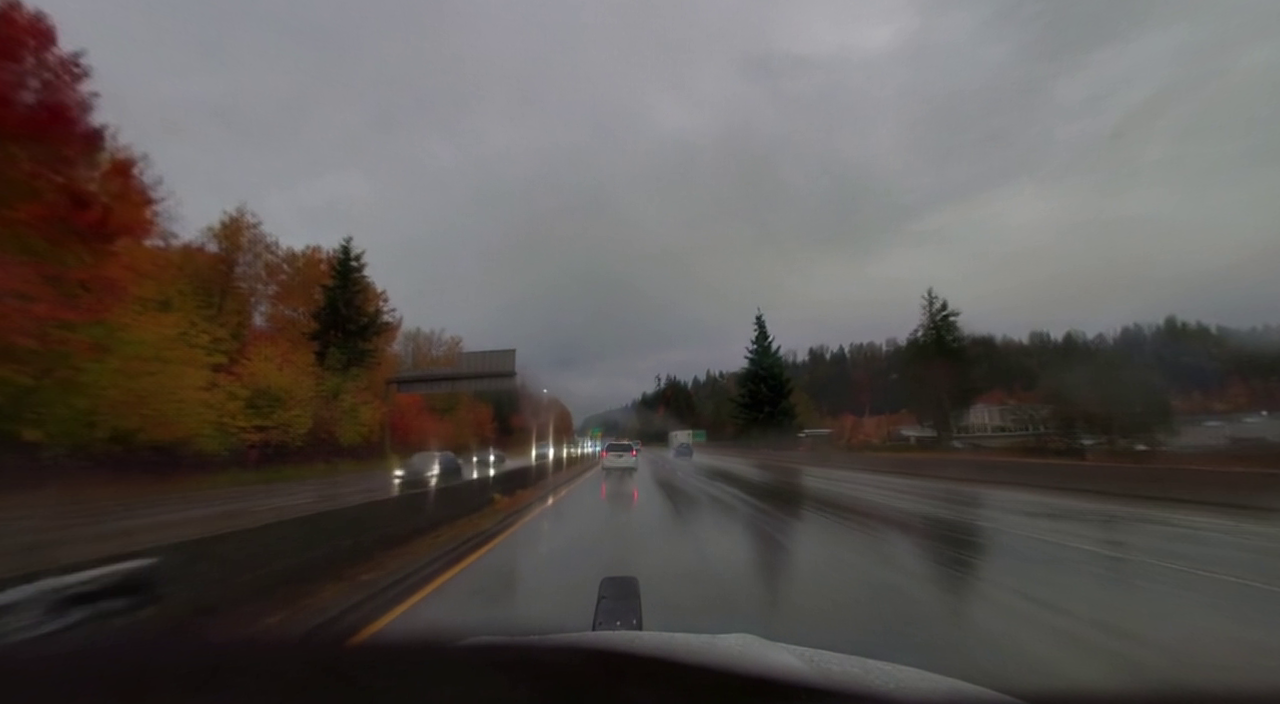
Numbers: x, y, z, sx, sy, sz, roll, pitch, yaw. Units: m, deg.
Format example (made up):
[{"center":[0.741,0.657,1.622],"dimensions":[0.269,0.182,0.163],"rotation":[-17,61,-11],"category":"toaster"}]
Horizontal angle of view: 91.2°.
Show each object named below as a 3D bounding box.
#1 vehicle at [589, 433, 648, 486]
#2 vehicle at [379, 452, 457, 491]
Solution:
[{"center":[-0.706,3.837,22.602],"dimensions":[1.937,1.699,3.936],"rotation":[0,-9,0],"category":"vehicle"},{"center":[-9.772,5.256,27.981],"dimensions":[1.917,1.533,4.191],"rotation":[-1,-9,0],"category":"vehicle"}]
